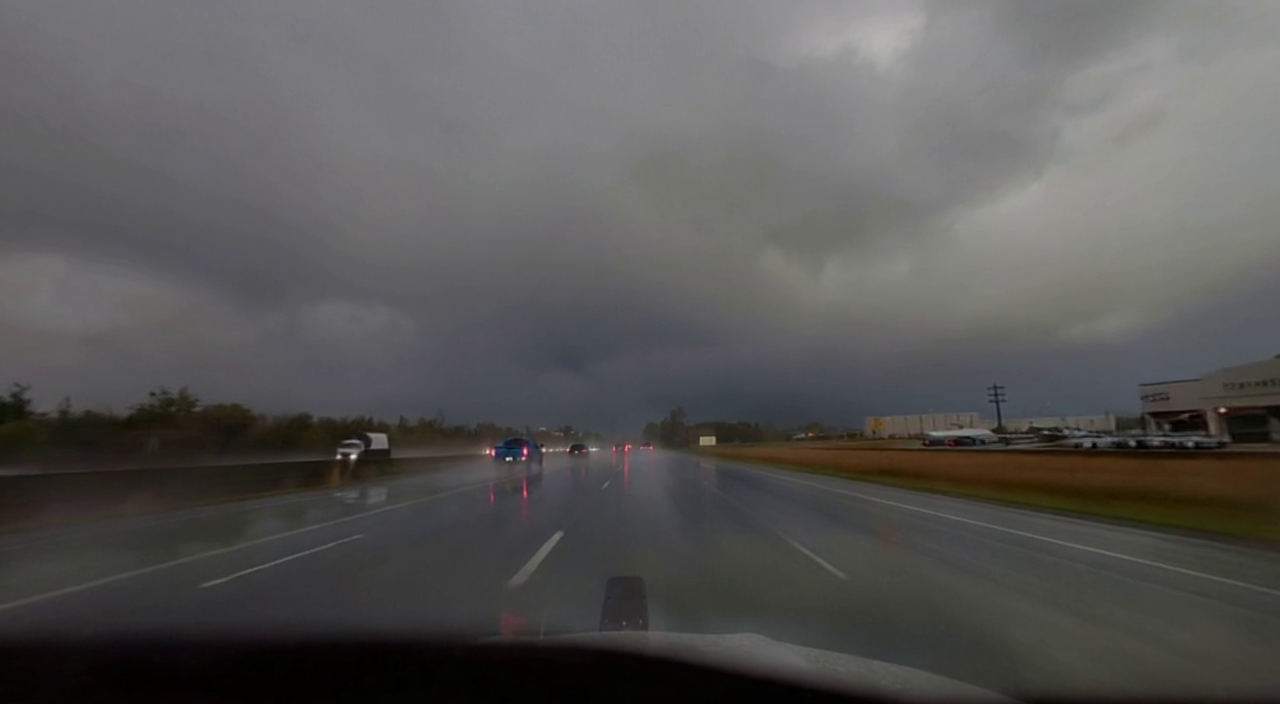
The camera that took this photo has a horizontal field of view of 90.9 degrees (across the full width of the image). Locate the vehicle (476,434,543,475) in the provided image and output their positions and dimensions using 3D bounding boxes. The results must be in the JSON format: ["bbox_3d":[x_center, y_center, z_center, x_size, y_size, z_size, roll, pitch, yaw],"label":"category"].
[{"bbox_3d":[-6.622,5.295,32.755,2.156,1.911,5.956,0,-8,0],"label":"vehicle"}]
